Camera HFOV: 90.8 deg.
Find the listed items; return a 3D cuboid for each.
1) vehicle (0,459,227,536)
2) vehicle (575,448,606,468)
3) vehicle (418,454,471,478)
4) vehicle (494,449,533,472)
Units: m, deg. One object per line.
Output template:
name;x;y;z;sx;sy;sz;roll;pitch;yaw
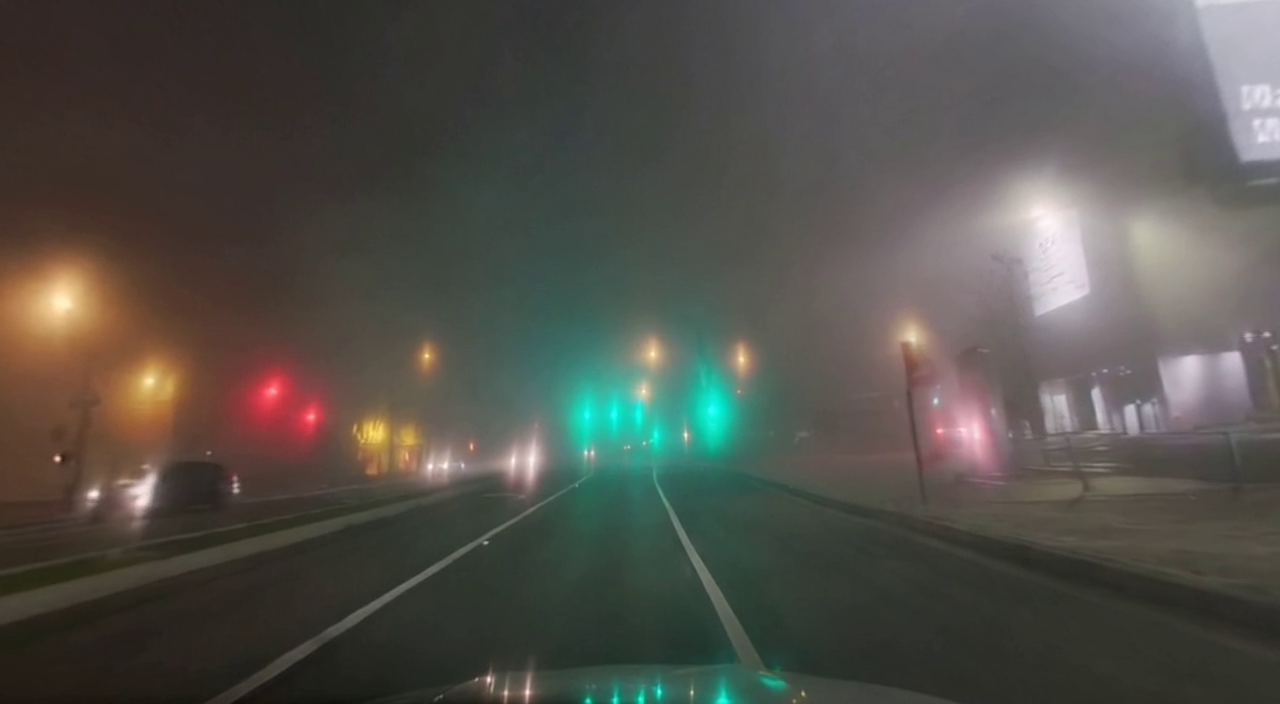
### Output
vehicle;-12.469;3.423;15.413;1.876;1.530;4.198;0;-9;0
vehicle;-3.722;7.983;47.842;1.962;1.420;4.021;-1;-9;1
vehicle;-13.019;7.599;42.348;1.949;1.481;4.746;0;-9;1
vehicle;-9.681;8.341;48.799;2.010;1.615;4.536;-1;-9;1
